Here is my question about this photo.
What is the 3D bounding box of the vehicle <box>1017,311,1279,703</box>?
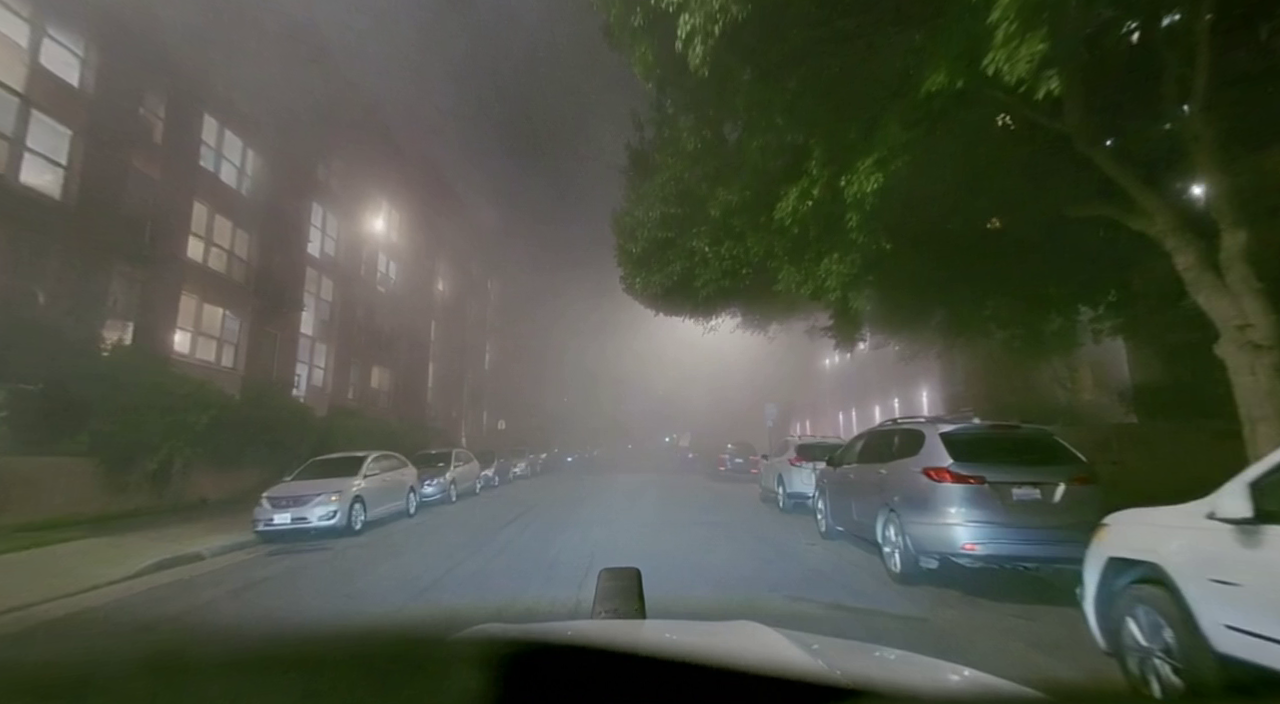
[{"bbox_3d":[3.471,0.643,1.481,2.131,1.829,4.894,0,-8,0],"label":"vehicle"}]

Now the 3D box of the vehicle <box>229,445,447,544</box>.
[{"bbox_3d":[-5.237,2.475,11.755,1.772,1.466,4.342,0,-8,2],"label":"vehicle"}]

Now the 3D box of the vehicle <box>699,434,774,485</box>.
[{"bbox_3d":[3.707,4.241,25.266,2.082,1.809,4.998,0,-8,-2],"label":"vehicle"}]

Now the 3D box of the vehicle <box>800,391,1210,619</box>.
[{"bbox_3d":[3.621,1.608,7.664,2.093,1.801,4.788,2,-8,0],"label":"vehicle"}]
